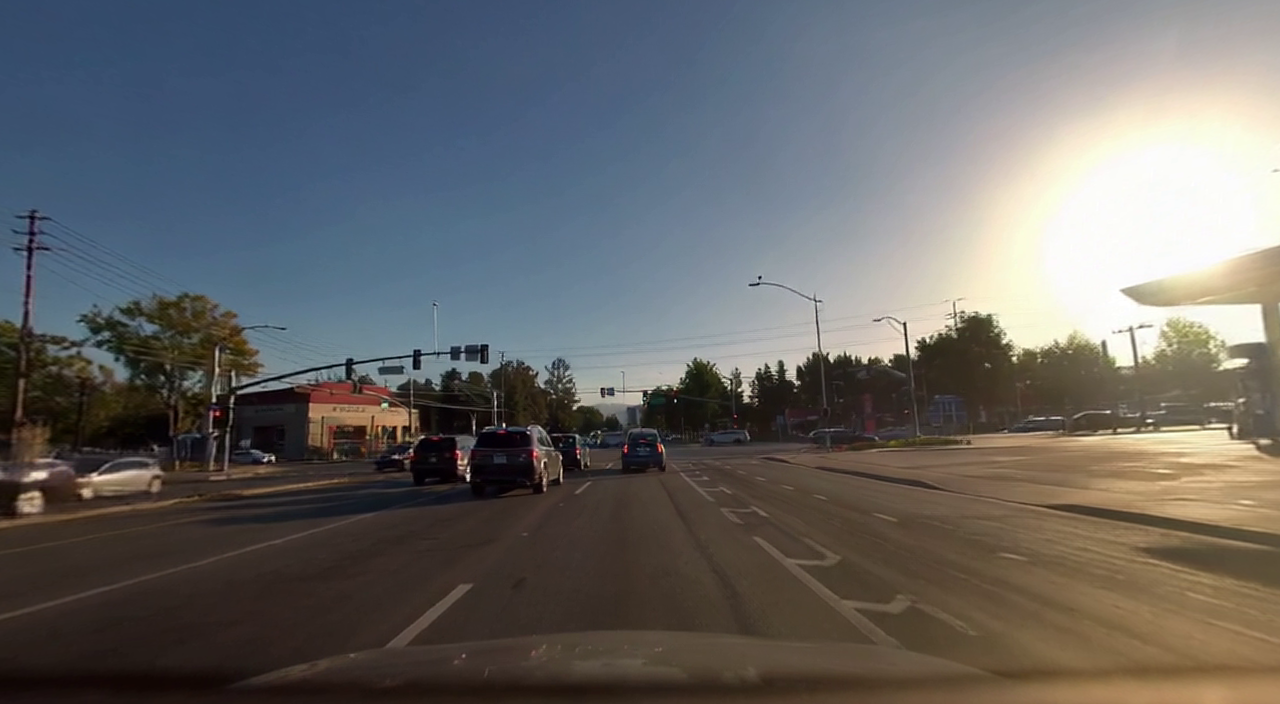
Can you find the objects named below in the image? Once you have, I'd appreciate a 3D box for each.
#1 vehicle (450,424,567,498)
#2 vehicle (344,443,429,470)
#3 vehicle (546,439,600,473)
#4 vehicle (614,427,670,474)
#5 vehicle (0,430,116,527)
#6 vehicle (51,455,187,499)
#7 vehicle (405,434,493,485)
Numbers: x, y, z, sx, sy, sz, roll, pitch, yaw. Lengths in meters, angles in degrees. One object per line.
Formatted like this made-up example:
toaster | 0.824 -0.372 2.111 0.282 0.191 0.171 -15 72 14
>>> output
vehicle | -3.334 2.882 16.999 2.096 1.718 4.266 0 -9 2
vehicle | -16.364 6.771 41.246 2.299 1.616 5.765 -2 -9 11
vehicle | -2.953 4.718 28.814 1.881 1.424 4.098 0 -9 2
vehicle | 0.105 4.273 27.544 2.224 1.819 5.005 0 -9 1
vehicle | -13.579 2.448 12.141 2.238 1.872 5.625 0 -9 -1
vehicle | -19.620 4.684 24.047 1.779 1.481 3.879 0 -9 1
vehicle | -6.420 3.647 21.677 1.790 1.605 3.696 0 -9 1
